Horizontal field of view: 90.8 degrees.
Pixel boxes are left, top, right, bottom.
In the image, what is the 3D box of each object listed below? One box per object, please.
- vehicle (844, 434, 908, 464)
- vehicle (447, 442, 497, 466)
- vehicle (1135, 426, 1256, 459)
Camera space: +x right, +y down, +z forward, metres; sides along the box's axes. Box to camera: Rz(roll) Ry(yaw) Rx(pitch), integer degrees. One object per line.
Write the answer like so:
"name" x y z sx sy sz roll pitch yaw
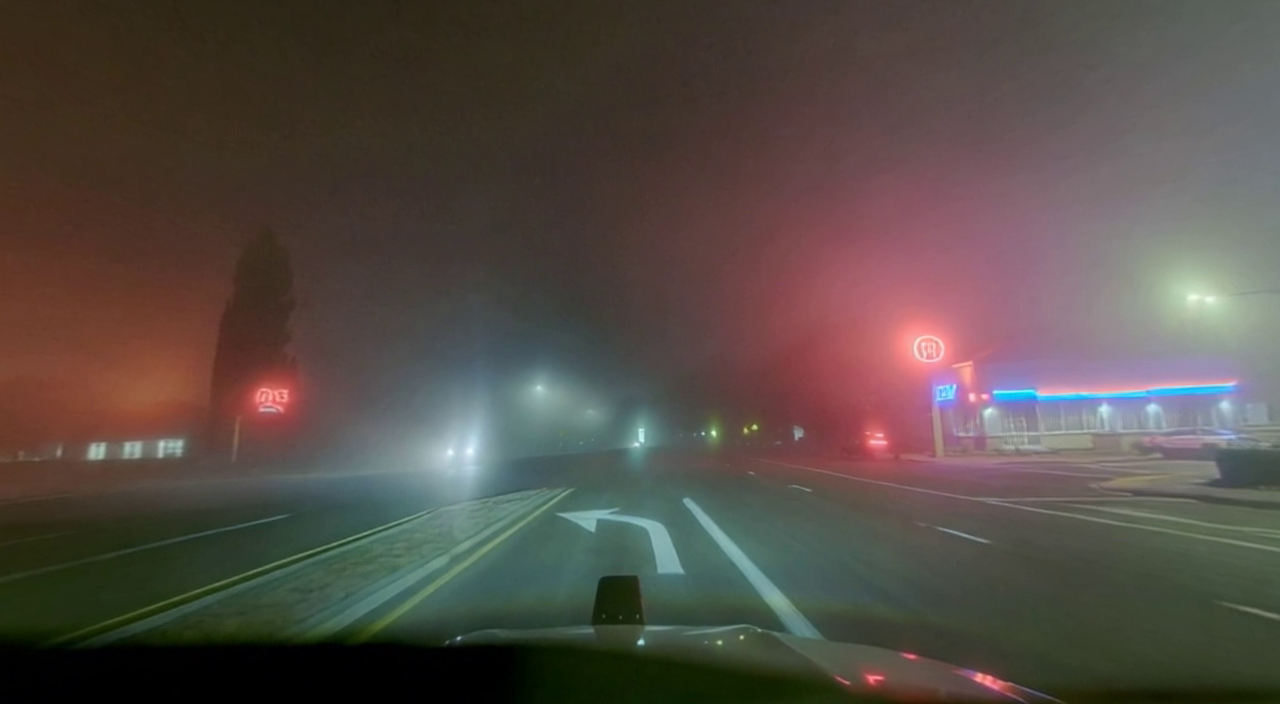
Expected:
"vehicle" 13.828 5.724 37.338 1.987 1.694 4.523 0 -9 -1
"vehicle" -11.514 7.016 43.591 1.997 1.516 4.790 0 -8 1
"vehicle" 26.677 4.390 30.593 1.836 1.497 4.419 0 -8 0
